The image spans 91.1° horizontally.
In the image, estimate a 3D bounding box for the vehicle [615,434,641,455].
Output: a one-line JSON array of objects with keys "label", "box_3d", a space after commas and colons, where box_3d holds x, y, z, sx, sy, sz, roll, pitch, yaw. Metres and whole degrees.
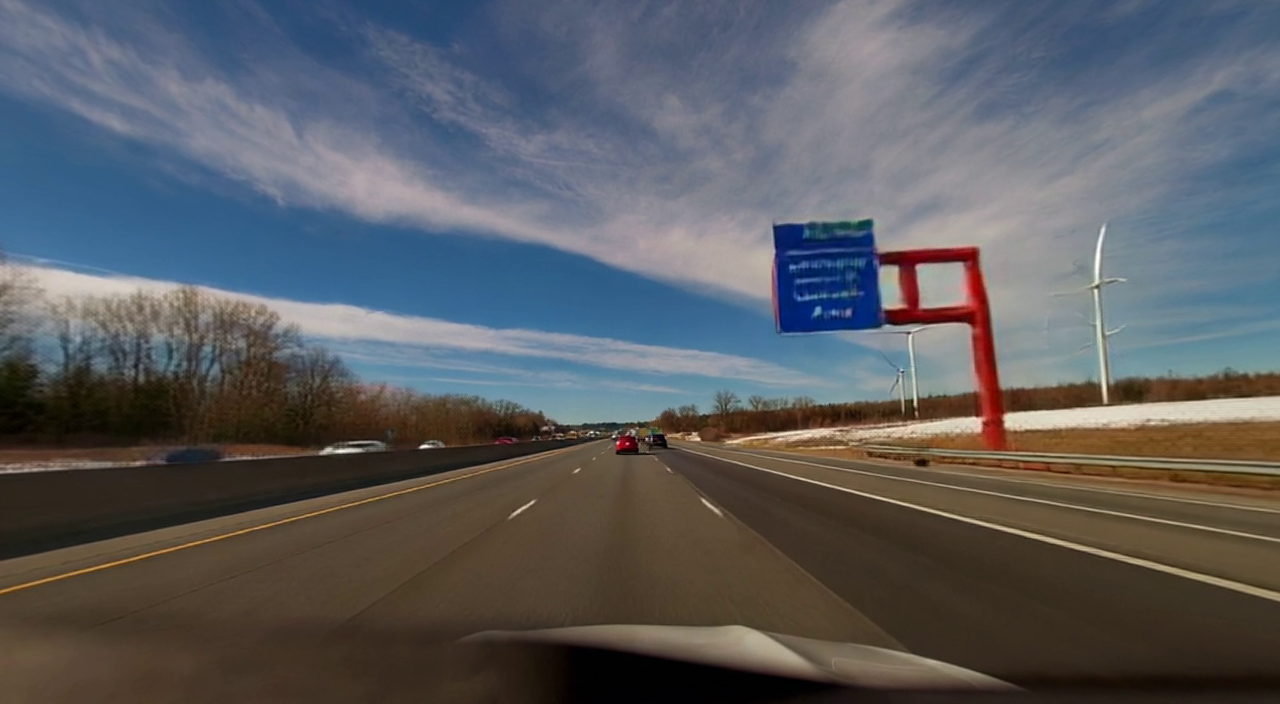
[{"label": "vehicle", "box_3d": [-0.916, 6.945, 47.325, 1.892, 1.496, 3.575, 0, -8, -2]}]

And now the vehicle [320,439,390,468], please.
[{"label": "vehicle", "box_3d": [-16.580, 5.891, 36.861, 1.917, 1.534, 4.822, 0, -8, 0]}]
